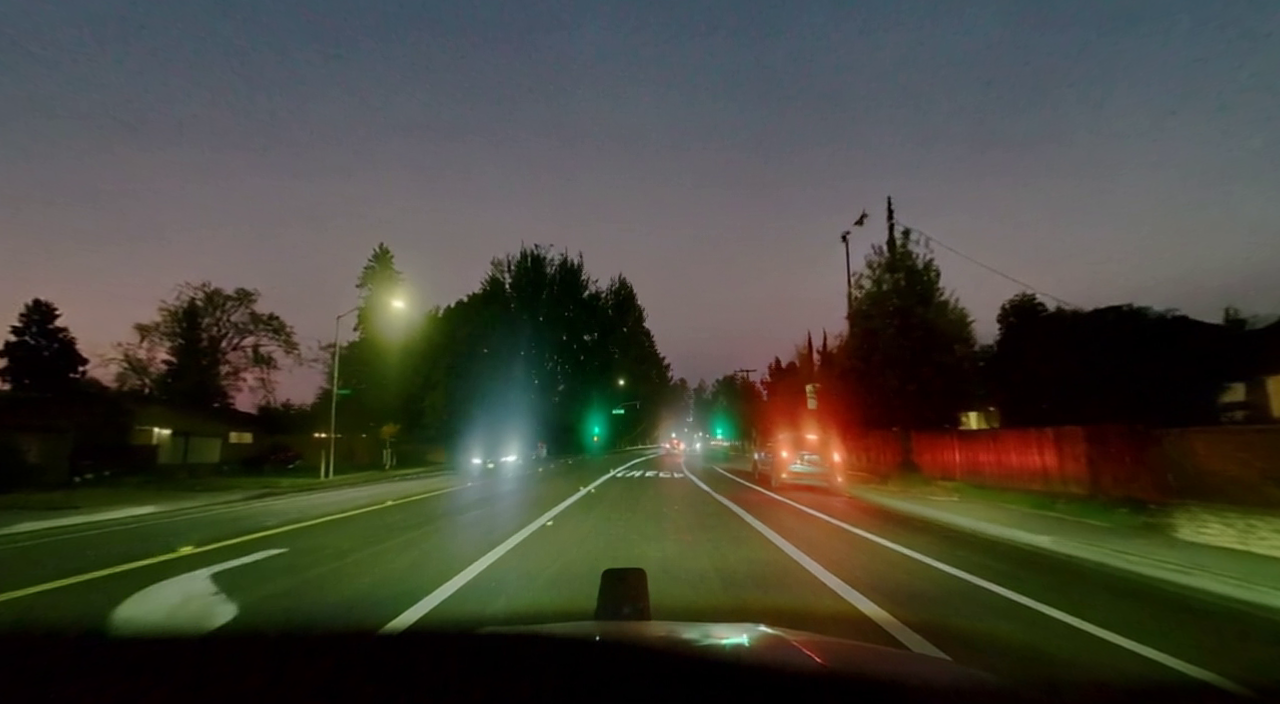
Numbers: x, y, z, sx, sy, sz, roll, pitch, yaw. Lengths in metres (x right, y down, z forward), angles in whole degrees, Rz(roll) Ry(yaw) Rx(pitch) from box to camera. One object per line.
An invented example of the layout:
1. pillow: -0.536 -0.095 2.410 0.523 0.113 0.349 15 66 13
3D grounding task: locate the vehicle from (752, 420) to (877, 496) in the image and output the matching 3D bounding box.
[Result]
1. vehicle: 4.885 3.073 18.608 2.233 1.887 5.347 0 -9 1

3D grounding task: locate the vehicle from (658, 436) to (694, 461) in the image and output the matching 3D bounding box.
1. vehicle: 2.610 6.829 44.574 2.115 1.679 4.235 -1 -9 9

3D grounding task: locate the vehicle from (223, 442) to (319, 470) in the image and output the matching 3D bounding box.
1. vehicle: -24.669 6.969 42.335 4.999 1.735 2.227 1 -9 -9

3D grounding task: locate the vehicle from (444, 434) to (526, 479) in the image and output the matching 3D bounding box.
1. vehicle: -7.026 4.802 29.221 2.200 1.852 4.897 -1 -9 4
